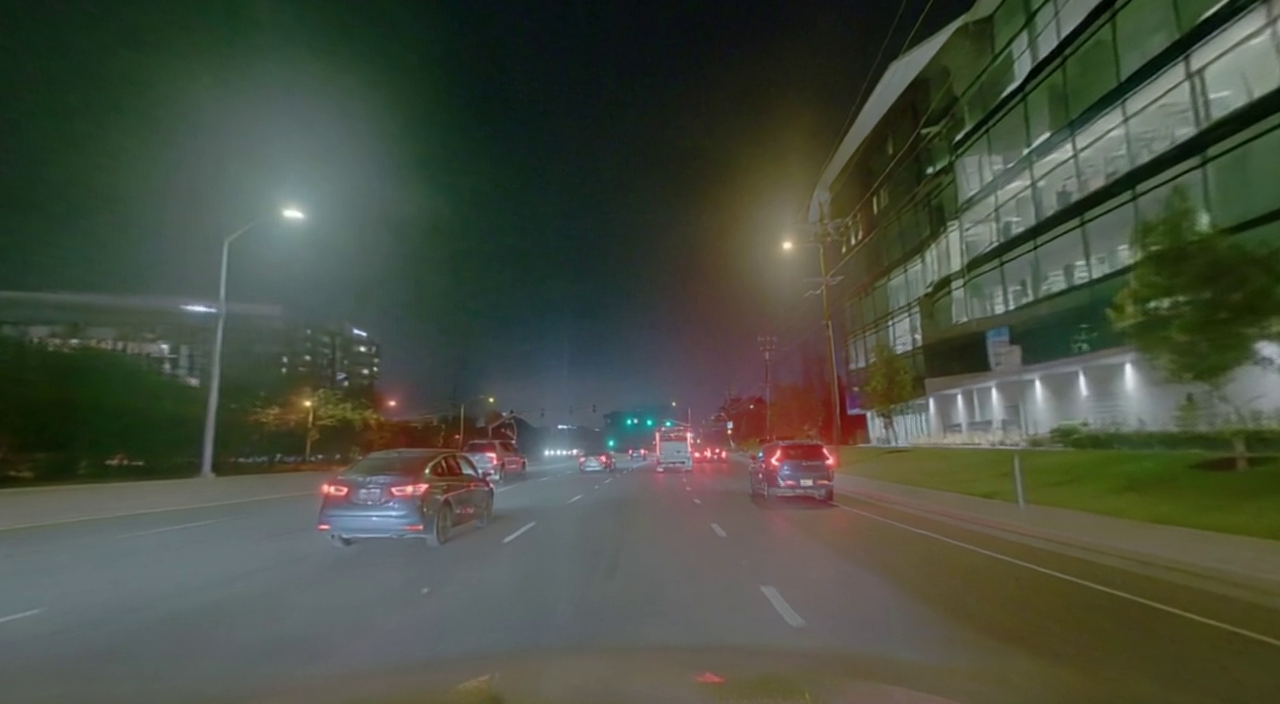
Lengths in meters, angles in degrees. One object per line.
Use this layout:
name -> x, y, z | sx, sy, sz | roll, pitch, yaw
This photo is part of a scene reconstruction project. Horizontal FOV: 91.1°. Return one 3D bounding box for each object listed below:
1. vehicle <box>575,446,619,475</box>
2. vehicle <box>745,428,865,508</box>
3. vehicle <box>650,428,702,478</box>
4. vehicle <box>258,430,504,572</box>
vehicle -> -2.403, 6.219, 36.378 | 1.984, 1.567, 4.311 | -1, -9, 4
vehicle -> 4.404, 3.174, 17.611 | 2.283, 1.923, 4.427 | 0, -8, 2
vehicle -> 2.090, 5.483, 34.341 | 2.457, 2.440, 5.486 | -1, -9, 7
vehicle -> -3.462, 2.031, 9.299 | 1.934, 1.643, 3.718 | 0, -8, 2
